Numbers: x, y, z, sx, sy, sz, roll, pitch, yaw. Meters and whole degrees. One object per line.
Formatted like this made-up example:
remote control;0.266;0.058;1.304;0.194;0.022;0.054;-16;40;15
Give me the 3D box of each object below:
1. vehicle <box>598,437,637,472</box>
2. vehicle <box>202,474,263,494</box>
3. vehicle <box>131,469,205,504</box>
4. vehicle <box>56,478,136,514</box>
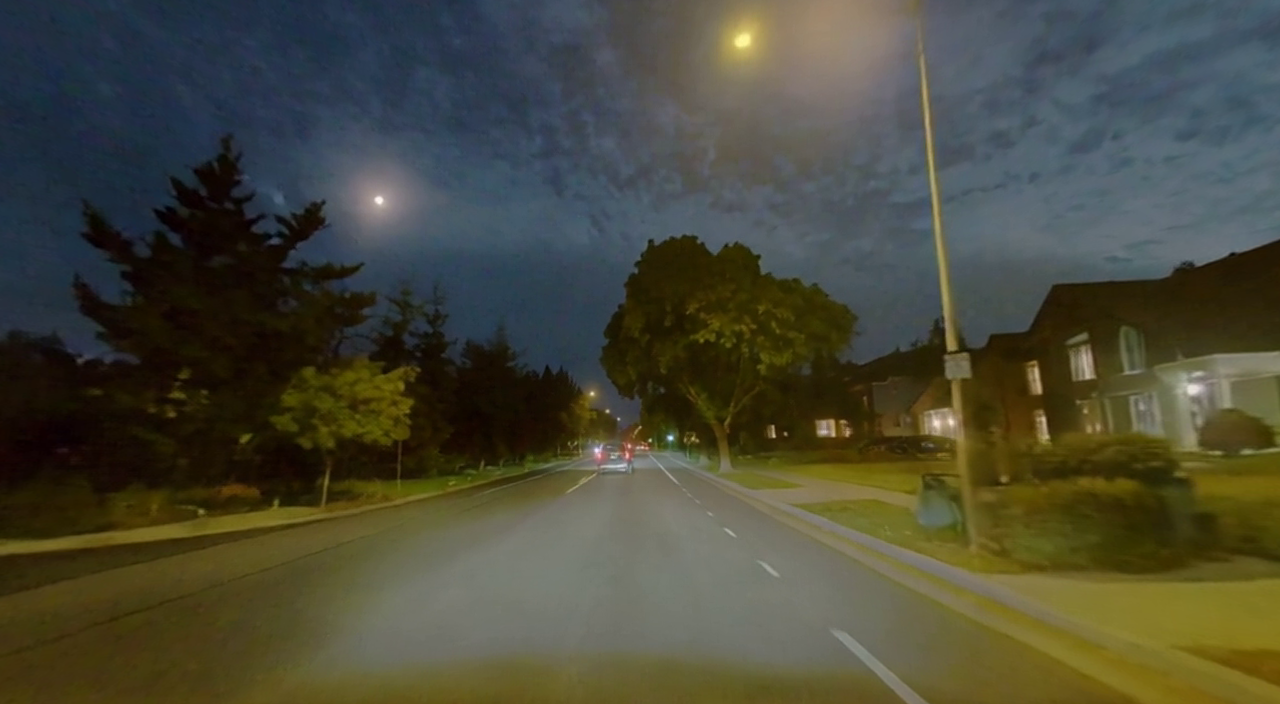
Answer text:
vehicle;-1.320;6.287;38.981;2.210;2.023;4.663;0;-8;0
vehicle;-30.930;10.009;47.958;3.502;1.310;1.729;-1;-8;5
vehicle;-31.497;8.956;42.222;3.633;1.696;1.754;-8;-9;-1
vehicle;-29.955;7.892;34.944;1.926;1.552;4.355;3;-9;-21
